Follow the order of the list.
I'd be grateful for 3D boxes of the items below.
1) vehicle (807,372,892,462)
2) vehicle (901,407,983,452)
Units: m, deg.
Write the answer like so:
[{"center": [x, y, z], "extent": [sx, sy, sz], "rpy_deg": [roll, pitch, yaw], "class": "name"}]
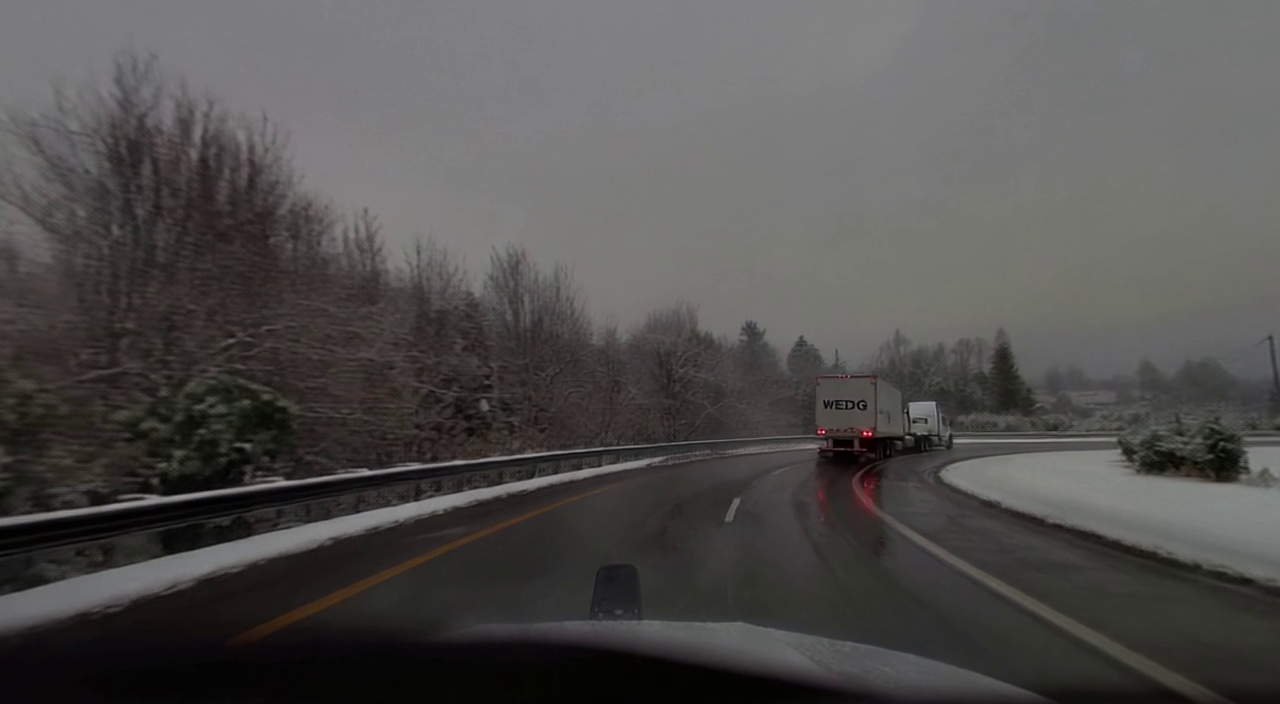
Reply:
[{"center": [9.532, 3.003, 28.462], "extent": [2.963, 3.771, 3.137], "rpy_deg": [-4, -9, 29], "class": "vehicle"}, {"center": [18.677, 4.796, 38.673], "extent": [6.650, 2.524, 2.120], "rpy_deg": [7, -11, -43], "class": "vehicle"}]
